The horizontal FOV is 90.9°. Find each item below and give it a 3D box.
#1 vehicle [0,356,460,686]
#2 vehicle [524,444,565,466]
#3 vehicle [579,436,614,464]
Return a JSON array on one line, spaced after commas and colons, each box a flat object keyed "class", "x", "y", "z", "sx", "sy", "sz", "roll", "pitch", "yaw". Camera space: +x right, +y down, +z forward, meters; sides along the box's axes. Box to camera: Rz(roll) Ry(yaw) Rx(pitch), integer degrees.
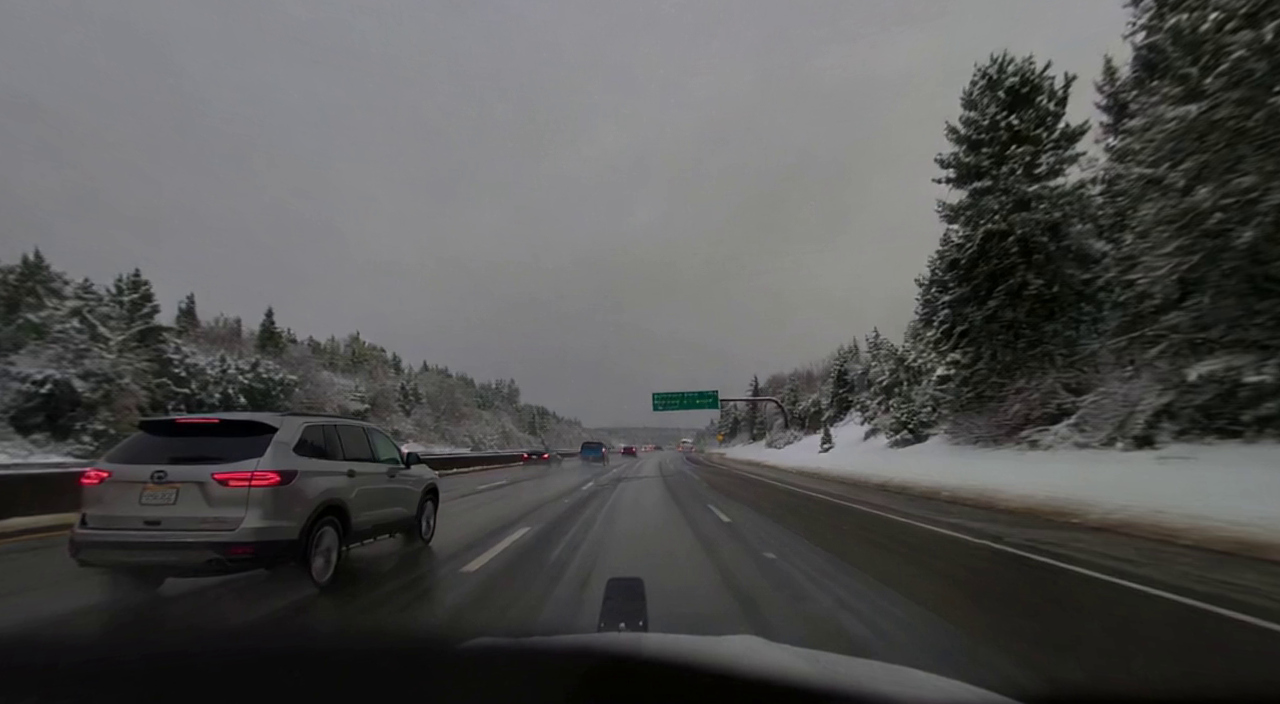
[{"class": "vehicle", "x": -3.609, "y": 1.310, "z": 6.036, "sx": 2.218, "sy": 1.848, "sz": 4.789, "roll": 0, "pitch": -9, "yaw": 2}, {"class": "vehicle", "x": -6.889, "y": 7.496, "z": 46.145, "sx": 2.145, "sy": 1.512, "sz": 4.404, "roll": 0, "pitch": -9, "yaw": 2}, {"class": "vehicle", "x": -3.290, "y": 7.682, "z": 49.255, "sx": 2.181, "sy": 2.047, "sz": 5.088, "roll": 0, "pitch": -9, "yaw": 2}]
